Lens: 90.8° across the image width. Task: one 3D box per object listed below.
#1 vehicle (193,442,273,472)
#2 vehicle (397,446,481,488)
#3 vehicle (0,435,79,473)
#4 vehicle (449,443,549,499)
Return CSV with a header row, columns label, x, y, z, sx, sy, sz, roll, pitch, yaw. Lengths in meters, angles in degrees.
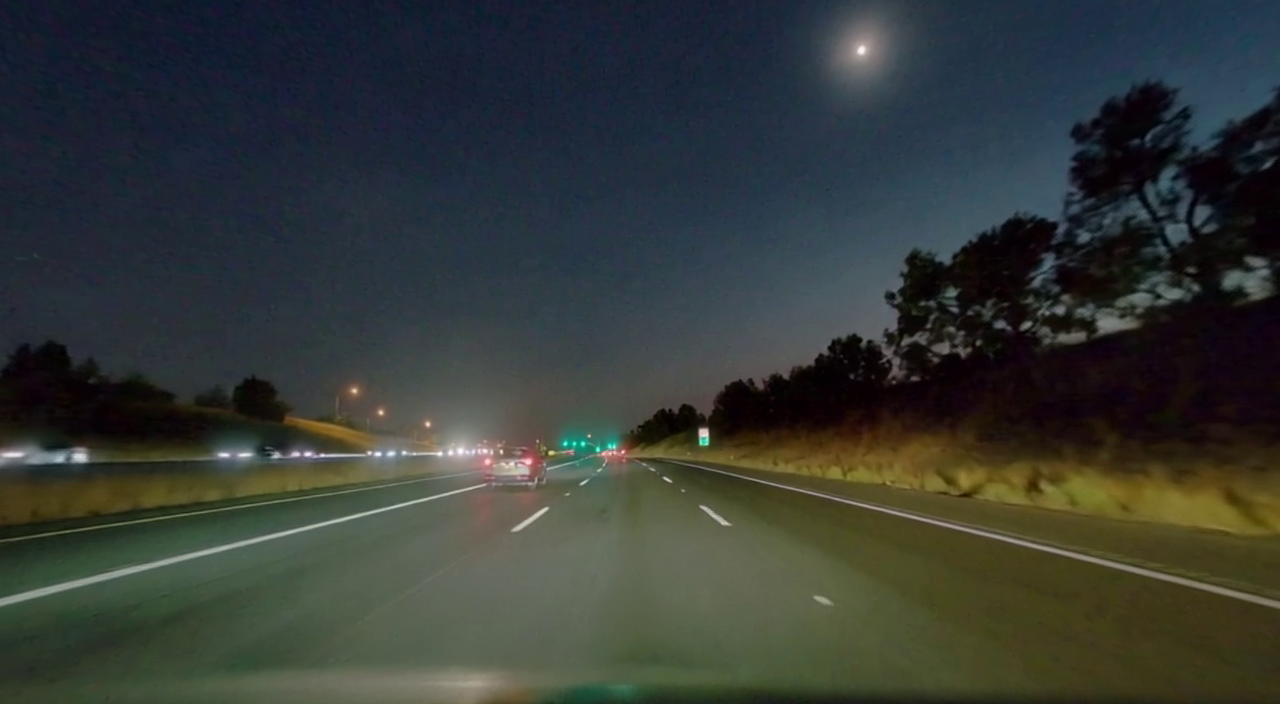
label,x,y,z,sx,sy,sz,roll,pitch,yaw
vehicle,-25.306,6.532,39.501,1.938,1.683,4.633,0,-9,-1
vehicle,-7.916,4.554,25.297,2.023,1.519,4.150,0,-9,0
vehicle,-36.899,5.950,36.860,2.643,2.131,6.261,0,-9,-1
vehicle,-4.192,3.622,19.636,2.073,1.516,4.478,0,-9,0
